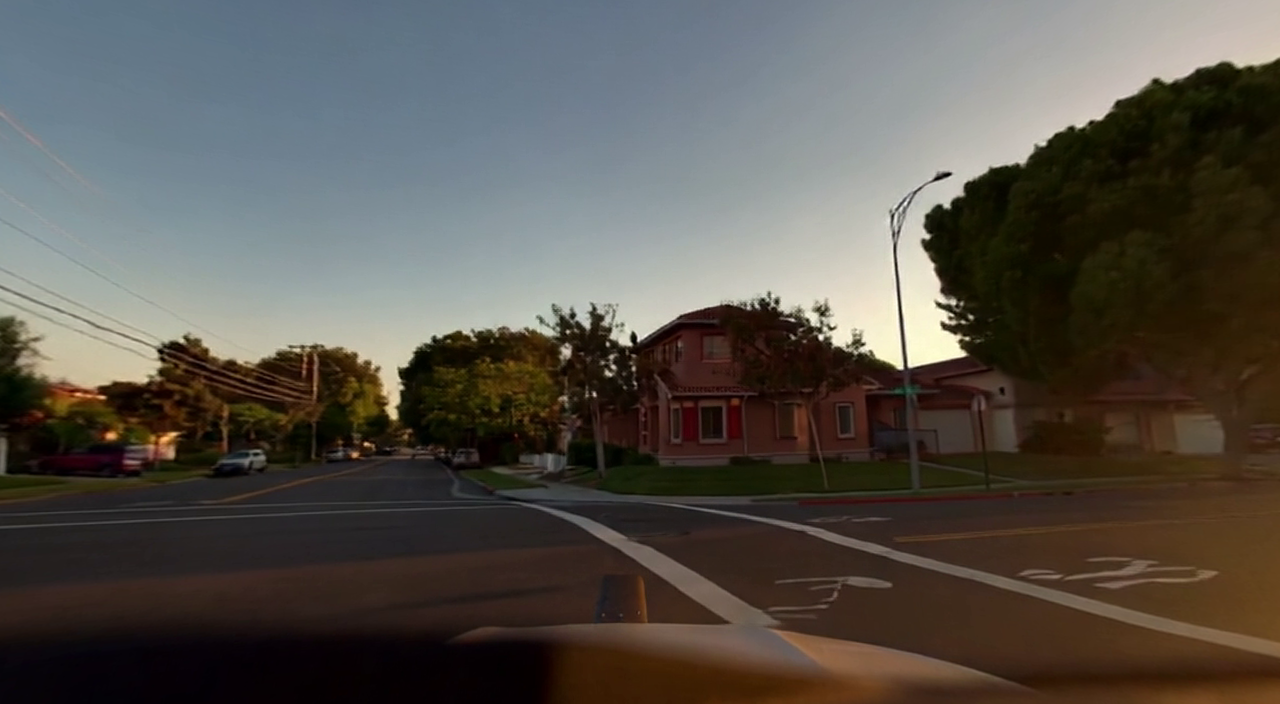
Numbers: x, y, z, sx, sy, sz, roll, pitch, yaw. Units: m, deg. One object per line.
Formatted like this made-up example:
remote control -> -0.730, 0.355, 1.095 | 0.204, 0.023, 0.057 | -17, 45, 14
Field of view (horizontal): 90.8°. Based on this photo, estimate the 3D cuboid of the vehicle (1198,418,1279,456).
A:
vehicle -> 33.478, 4.689, 34.486 | 5.161, 1.829, 2.034 | 5, -9, -17

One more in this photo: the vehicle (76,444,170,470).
vehicle -> -33.883, 6.883, 41.557 | 4.288, 1.656, 1.791 | 3, -9, -18

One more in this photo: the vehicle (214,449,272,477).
vehicle -> -23.587, 6.564, 37.670 | 2.036, 1.546, 4.705 | 3, -9, -22
